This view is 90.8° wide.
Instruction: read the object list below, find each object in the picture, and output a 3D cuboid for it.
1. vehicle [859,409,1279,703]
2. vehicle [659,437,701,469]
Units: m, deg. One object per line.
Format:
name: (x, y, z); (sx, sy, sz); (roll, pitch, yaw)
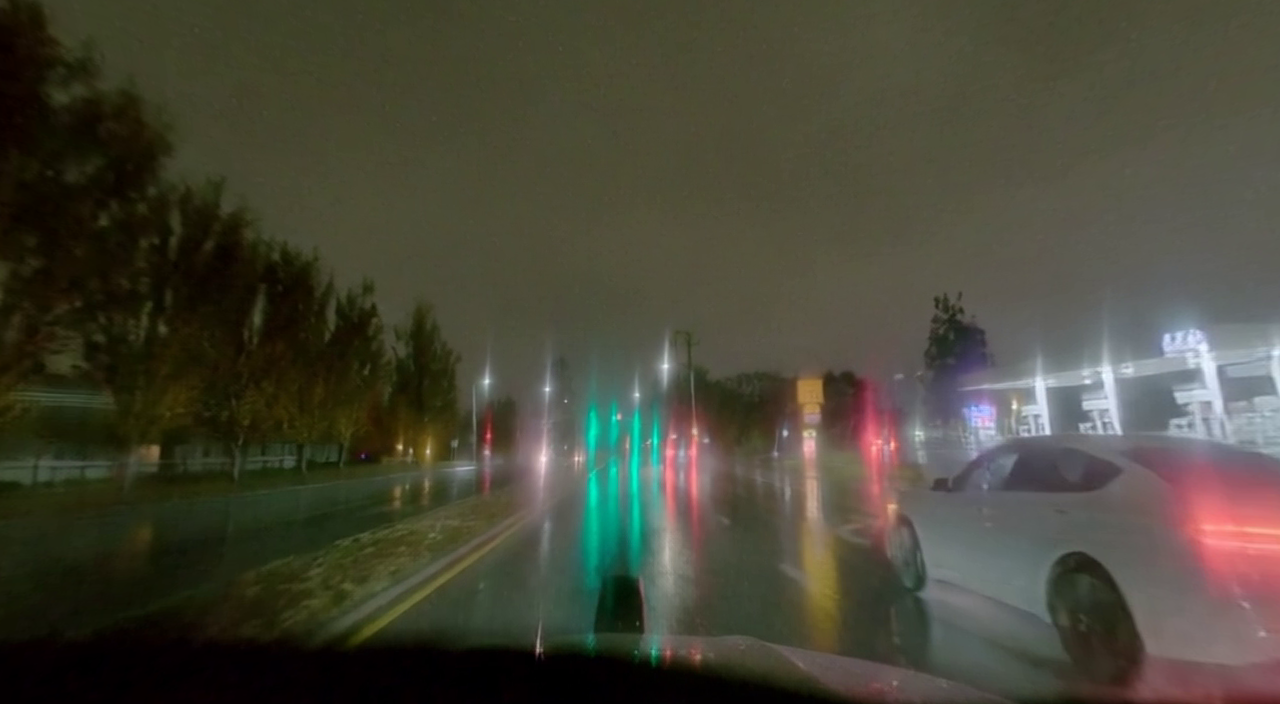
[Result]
vehicle: (3.494, 1.295, 4.767); (2.061, 1.475, 4.296); (0, -8, -1)
vehicle: (2.430, 6.273, 39.373); (2.115, 1.840, 4.777); (0, -8, -2)
